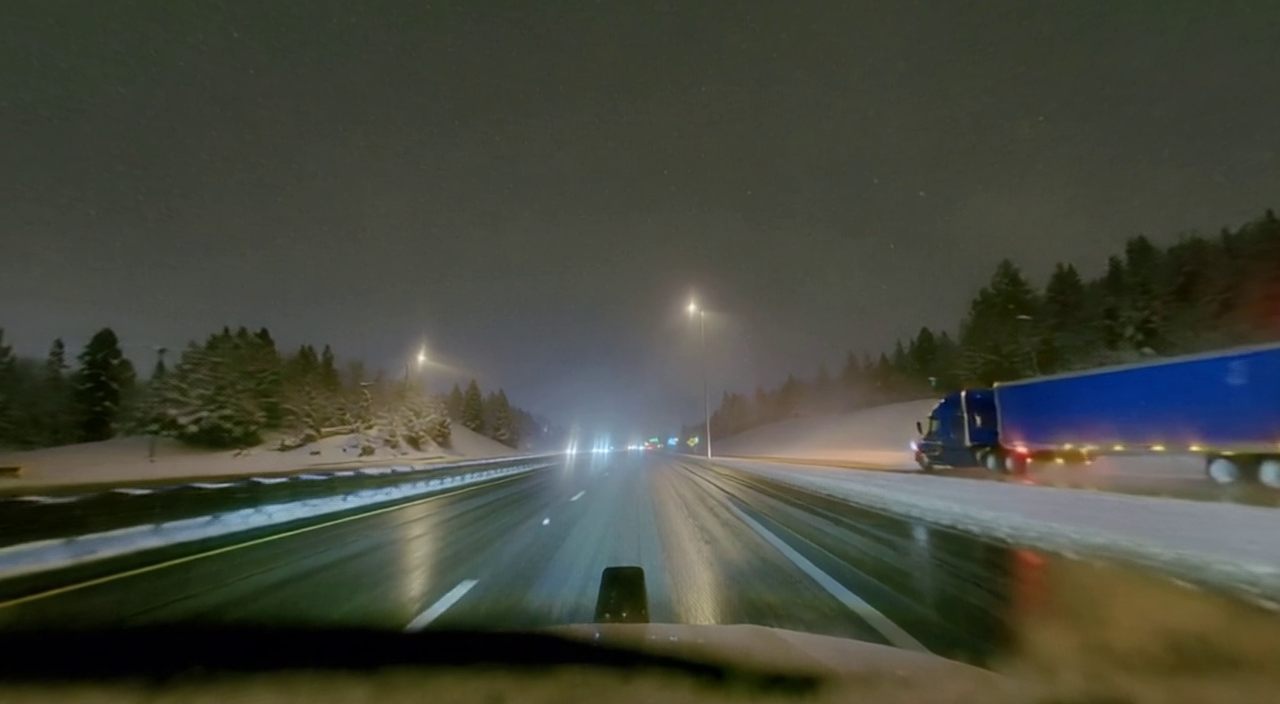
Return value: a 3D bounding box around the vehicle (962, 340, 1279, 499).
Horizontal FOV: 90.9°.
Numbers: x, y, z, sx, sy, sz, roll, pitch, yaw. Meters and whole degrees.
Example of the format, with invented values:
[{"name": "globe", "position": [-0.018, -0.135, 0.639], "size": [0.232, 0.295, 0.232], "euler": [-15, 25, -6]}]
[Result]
[{"name": "vehicle", "position": [18.315, 2.740, 23.176], "size": [3.395, 4.178, 16.548], "euler": [0, -8, -4]}]
